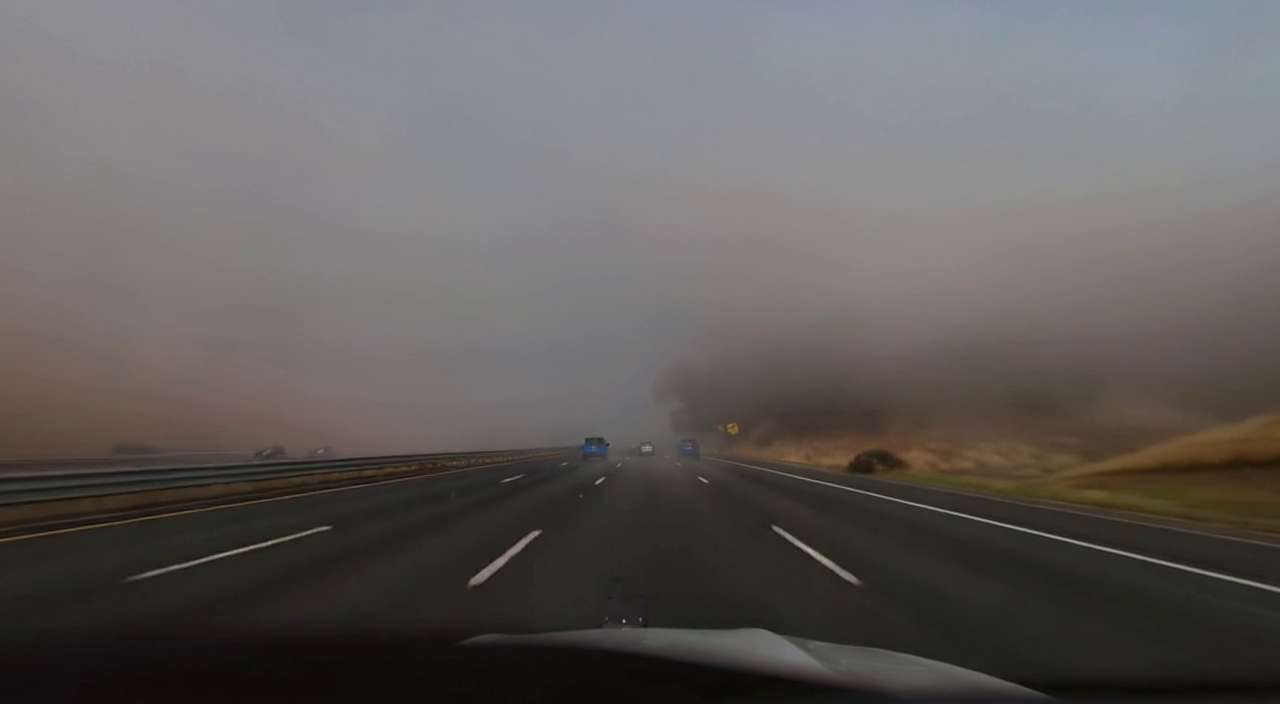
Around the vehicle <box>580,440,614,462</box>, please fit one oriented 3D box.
[{"bbox_3d":[-3.227,7.453,47.757,2.159,1.562,4.441,-1,-8,1],"label":"vehicle"}]
